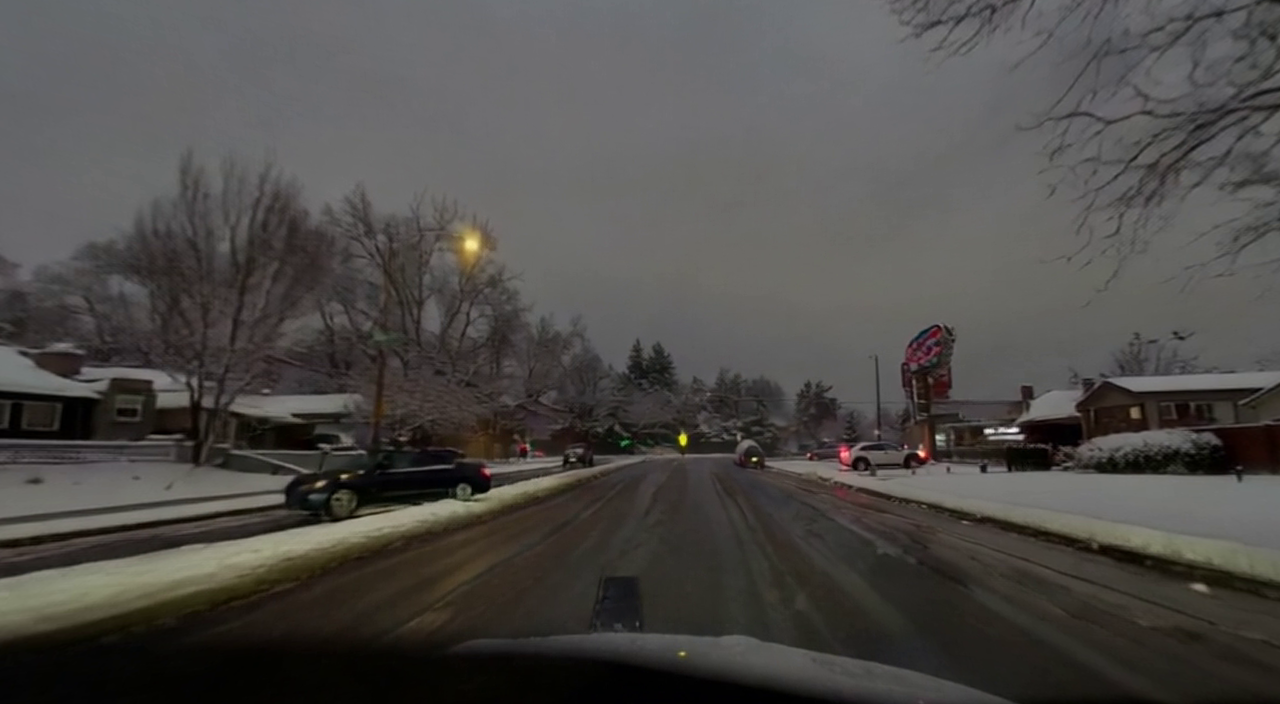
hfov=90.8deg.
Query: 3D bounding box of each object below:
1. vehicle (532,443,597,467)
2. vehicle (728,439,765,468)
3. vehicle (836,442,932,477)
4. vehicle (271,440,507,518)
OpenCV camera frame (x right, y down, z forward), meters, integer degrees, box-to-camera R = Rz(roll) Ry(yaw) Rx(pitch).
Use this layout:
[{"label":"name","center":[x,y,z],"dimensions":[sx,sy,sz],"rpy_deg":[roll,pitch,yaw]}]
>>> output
[{"label":"vehicle","center":[-5.833,7.977,49.186],"dimensions":[4.620,1.695,2.004],"rpy_deg":[4,-11,-34]},{"label":"vehicle","center":[7.641,7.298,45.631],"dimensions":[2.051,1.925,4.625],"rpy_deg":[0,-8,3]},{"label":"vehicle","center":[13.824,6.115,36.043],"dimensions":[4.733,1.843,2.005],"rpy_deg":[0,-8,6]},{"label":"vehicle","center":[-5.728,2.845,14.669],"dimensions":[4.750,1.559,1.928],"rpy_deg":[5,-9,-27]}]
